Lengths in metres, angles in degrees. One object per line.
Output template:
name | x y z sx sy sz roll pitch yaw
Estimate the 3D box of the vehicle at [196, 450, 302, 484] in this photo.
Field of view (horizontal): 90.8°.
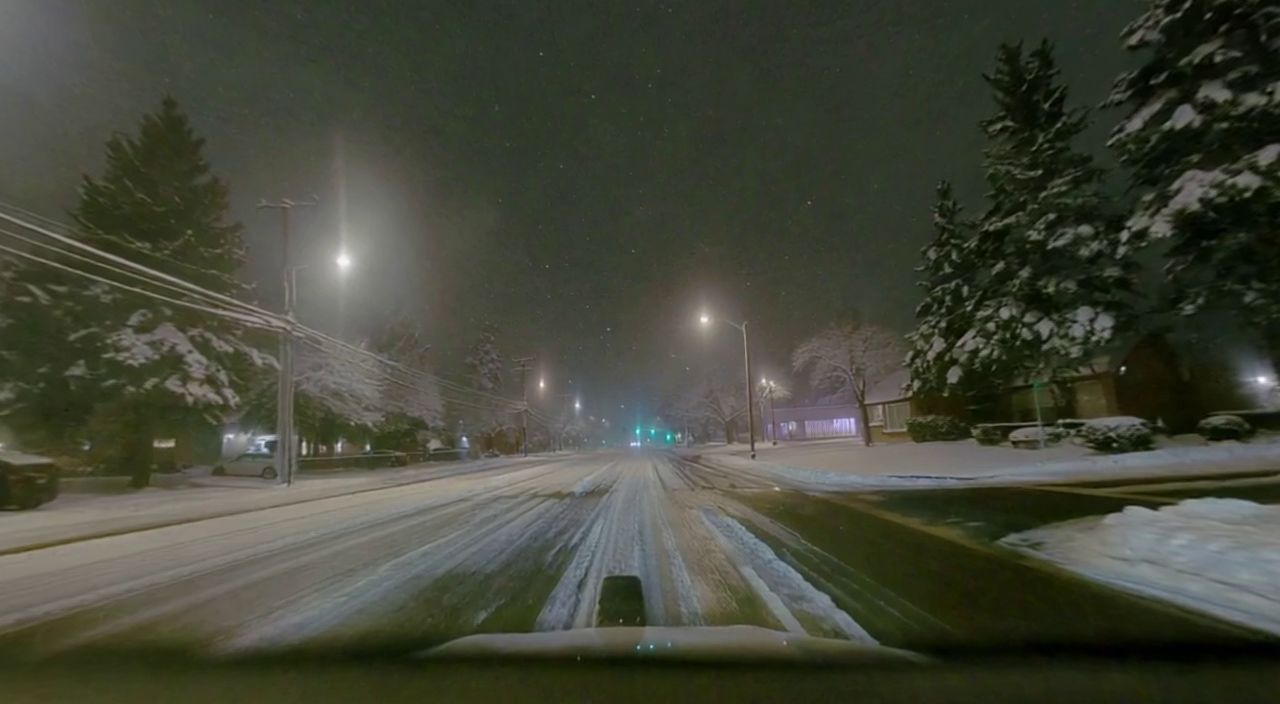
vehicle | -21.461 6.305 34.781 4.530 1.759 1.943 0 -8 1
